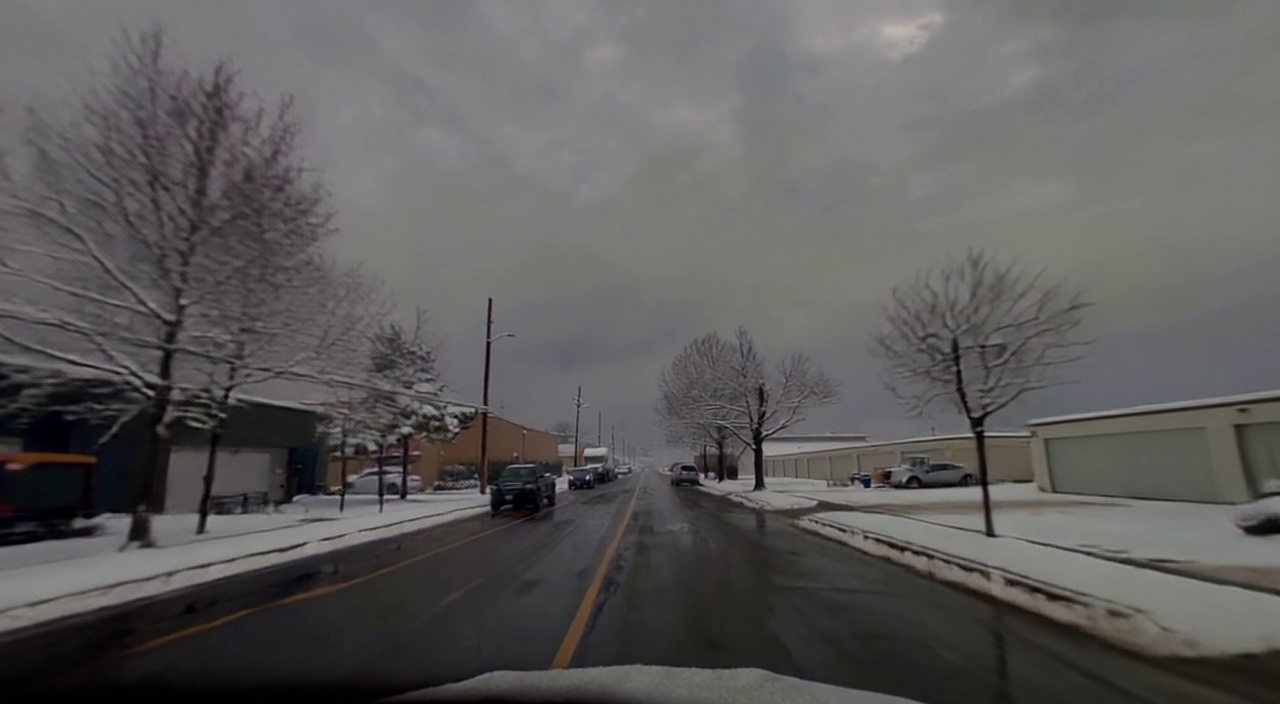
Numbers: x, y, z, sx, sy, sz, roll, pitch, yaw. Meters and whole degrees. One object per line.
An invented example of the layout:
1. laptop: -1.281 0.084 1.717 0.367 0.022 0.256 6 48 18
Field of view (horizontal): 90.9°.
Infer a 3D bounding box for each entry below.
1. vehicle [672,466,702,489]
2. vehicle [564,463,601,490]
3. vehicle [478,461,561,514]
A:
1. vehicle: 3.195 8.621 43.410 1.819 1.446 3.909 1 -11 0
2. vehicle: -3.661 8.023 40.766 1.835 1.625 3.674 0 -11 2
3. vehicle: -4.134 4.712 22.417 1.927 1.580 4.556 -1 -9 2
